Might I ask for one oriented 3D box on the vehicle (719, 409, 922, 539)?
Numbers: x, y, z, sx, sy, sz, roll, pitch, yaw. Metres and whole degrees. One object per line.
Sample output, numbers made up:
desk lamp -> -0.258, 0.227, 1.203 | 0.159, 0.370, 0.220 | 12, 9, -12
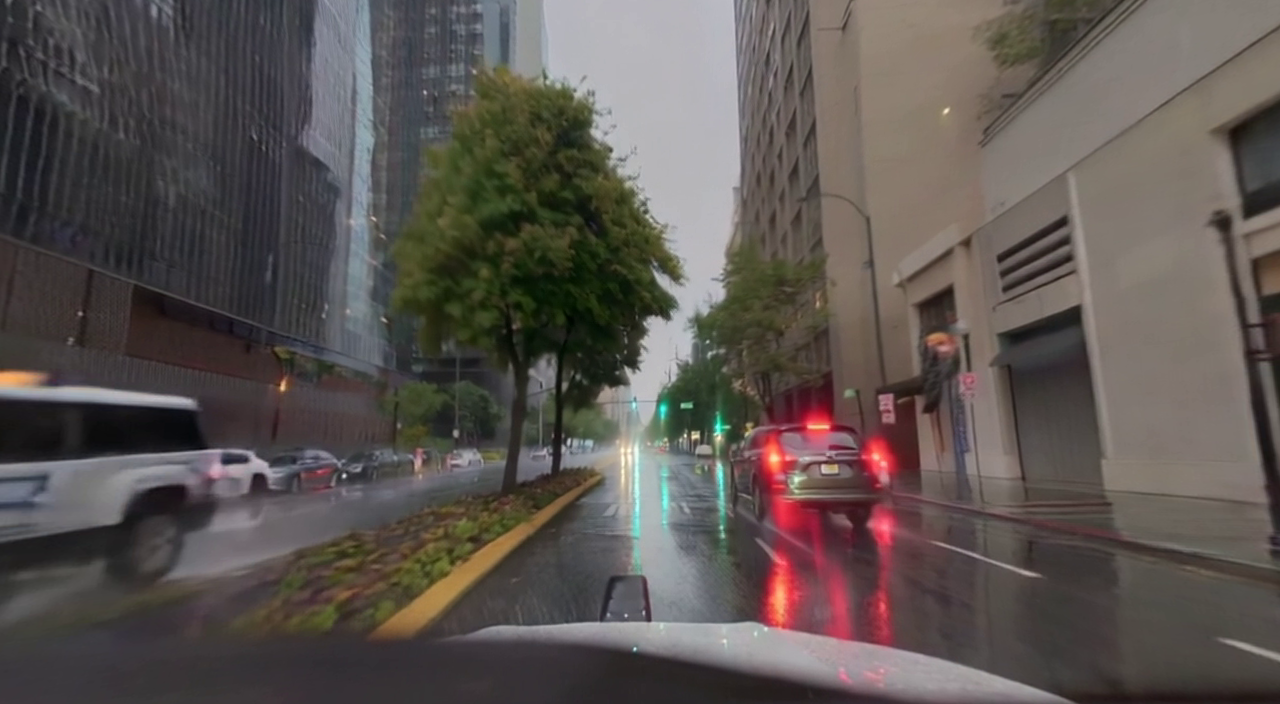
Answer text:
vehicle -> 2.933, 2.164, 11.795 | 2.118, 1.848, 5.426 | 0, -9, -1

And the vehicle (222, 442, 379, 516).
vehicle -> -8.778, 3.246, 16.796 | 1.750, 1.607, 4.241 | 0, -7, 1

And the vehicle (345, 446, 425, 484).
vehicle -> -12.099, 5.374, 30.270 | 1.937, 1.642, 4.591 | 0, -9, -1

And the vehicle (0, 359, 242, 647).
vehicle -> -5.247, 0.988, 4.087 | 2.030, 1.881, 4.994 | 0, -9, 0
